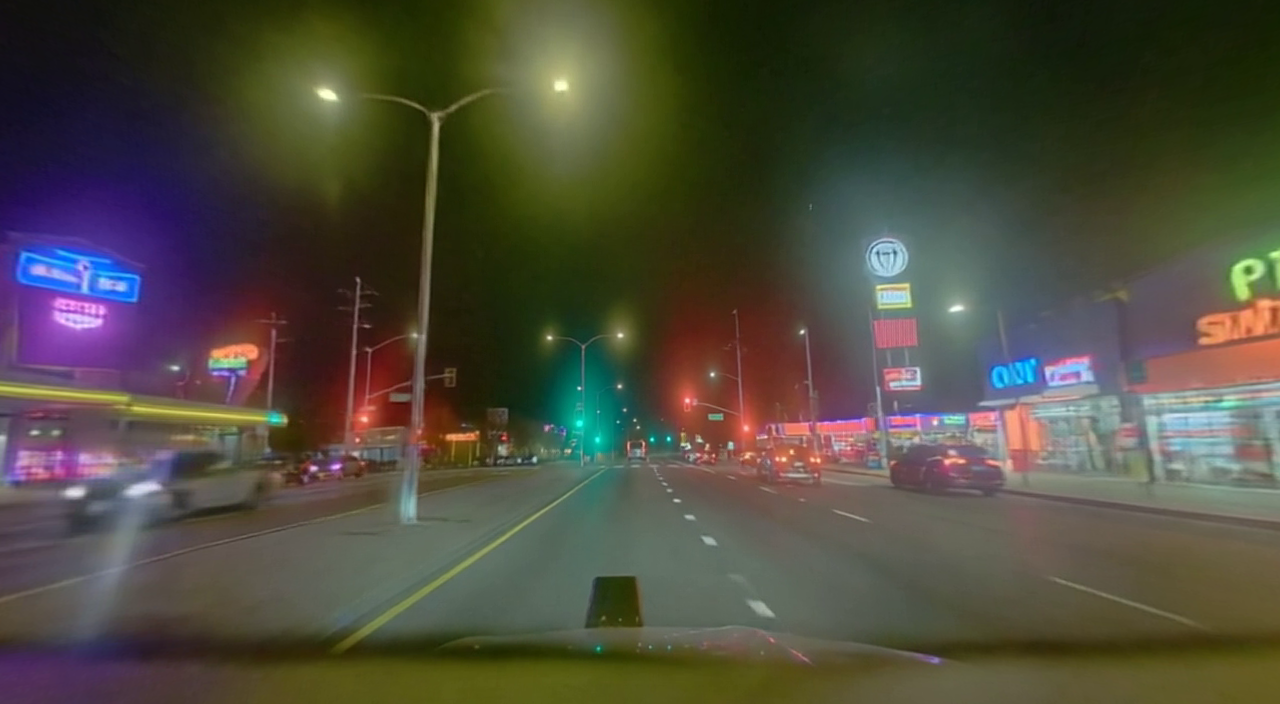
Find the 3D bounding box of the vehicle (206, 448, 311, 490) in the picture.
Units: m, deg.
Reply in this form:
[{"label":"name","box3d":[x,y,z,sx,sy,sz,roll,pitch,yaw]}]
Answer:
[{"label":"vehicle","box3d":[-17.991,5.569,30.111,1.944,1.794,4.849,0,-10,0]}]

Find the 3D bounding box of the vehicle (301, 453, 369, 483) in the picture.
[{"label":"vehicle","box3d":[-18.185,6.913,37.935,1.882,1.645,4.511,0,-8,-1]}]

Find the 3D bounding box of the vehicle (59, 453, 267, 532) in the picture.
[{"label":"vehicle","box3d":[-10.949,3.228,14.948,1.792,1.584,3.937,0,-10,0]}]

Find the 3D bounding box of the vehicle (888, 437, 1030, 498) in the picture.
[{"label":"vehicle","box3d":[9.842,3.574,19.990,2.019,1.694,4.491,0,-8,-2]}]

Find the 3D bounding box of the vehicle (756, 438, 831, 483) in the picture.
[{"label":"vehicle","box3d":[6.258,4.462,26.309,1.974,1.679,4.611,0,-8,1]}]
